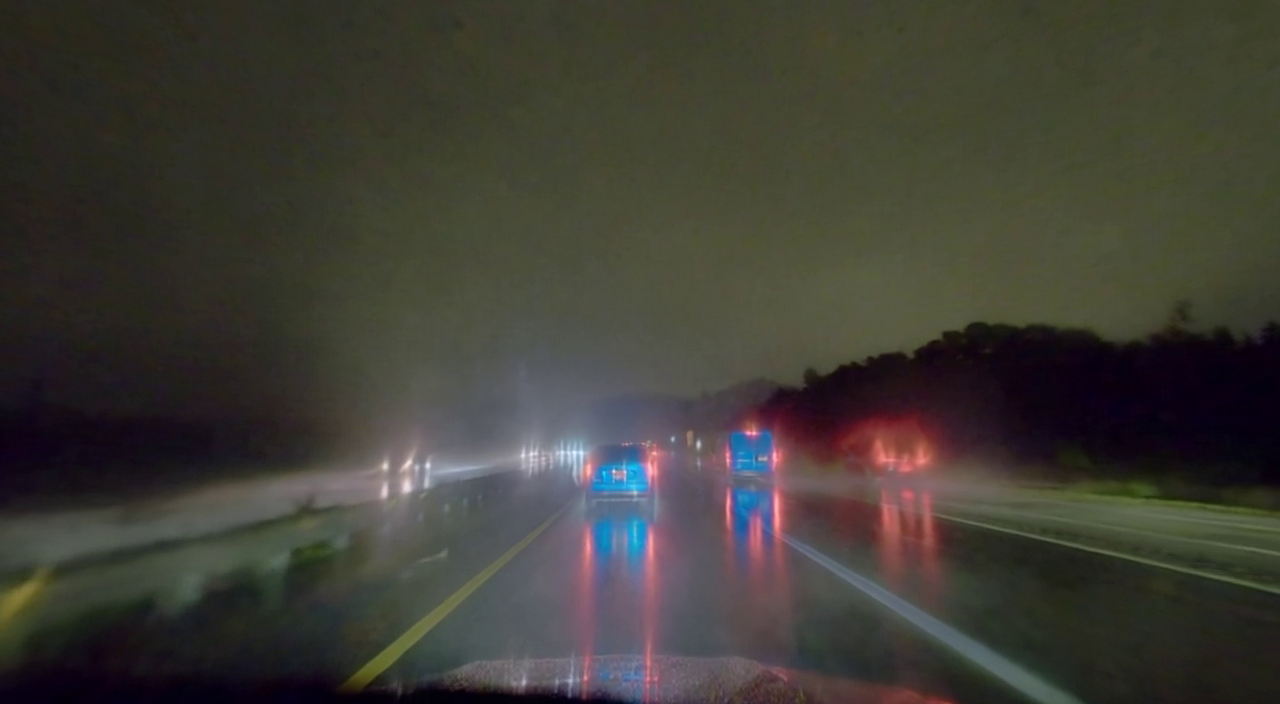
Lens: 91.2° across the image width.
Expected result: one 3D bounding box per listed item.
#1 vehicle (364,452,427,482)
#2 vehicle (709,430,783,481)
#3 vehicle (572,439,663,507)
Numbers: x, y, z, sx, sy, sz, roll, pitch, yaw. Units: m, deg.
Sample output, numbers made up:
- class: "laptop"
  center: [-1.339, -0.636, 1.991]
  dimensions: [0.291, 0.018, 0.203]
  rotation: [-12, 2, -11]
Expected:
- class: "vehicle"
  center: [-13.763, 6.488, 35.590]
  dimensions: [1.910, 1.517, 4.274]
  rotation: [0, -9, -1]
- class: "vehicle"
  center: [4.404, 4.404, 26.934]
  dimensions: [2.261, 1.952, 4.784]
  rotation: [0, -9, -1]
- class: "vehicle"
  center: [-0.504, 2.978, 15.799]
  dimensions: [2.029, 1.483, 3.769]
  rotation: [0, -9, 0]
